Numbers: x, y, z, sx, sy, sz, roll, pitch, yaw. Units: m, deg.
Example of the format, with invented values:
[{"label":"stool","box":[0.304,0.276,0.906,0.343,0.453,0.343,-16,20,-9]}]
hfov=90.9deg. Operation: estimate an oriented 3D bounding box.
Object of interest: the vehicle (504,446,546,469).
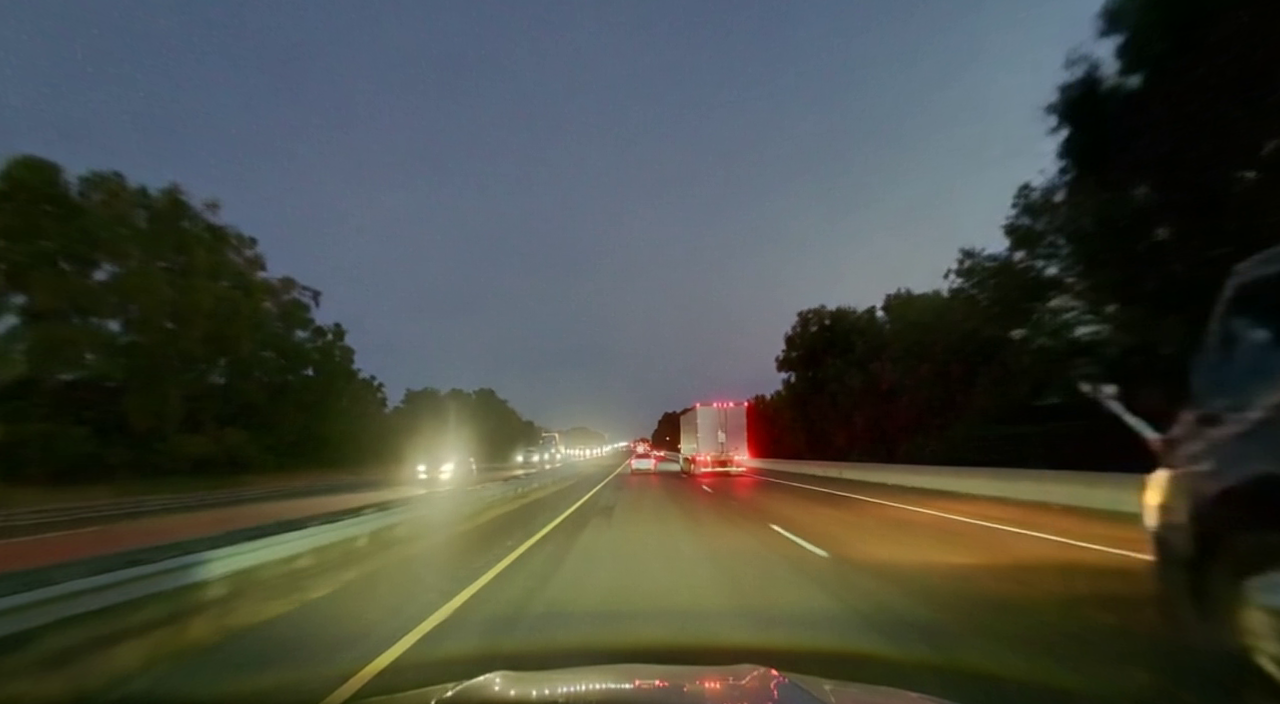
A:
[{"label":"vehicle","box":[-7.943,7.365,43.980,2.039,1.492,4.464,-1,-9,1]}]

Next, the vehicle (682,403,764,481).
[{"label":"vehicle","box":[4.340,5.223,36.061,2.885,3.679,12.102,0,-9,-1]}]

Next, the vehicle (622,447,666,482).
[{"label":"vehicle","box":[0.181,5.218,29.517,1.939,1.495,3.612,-1,-9,0]}]

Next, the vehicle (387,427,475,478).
[{"label":"vehicle","box":[-7.806,3.825,23.999,1.952,1.755,4.079,-1,-9,0]}]
